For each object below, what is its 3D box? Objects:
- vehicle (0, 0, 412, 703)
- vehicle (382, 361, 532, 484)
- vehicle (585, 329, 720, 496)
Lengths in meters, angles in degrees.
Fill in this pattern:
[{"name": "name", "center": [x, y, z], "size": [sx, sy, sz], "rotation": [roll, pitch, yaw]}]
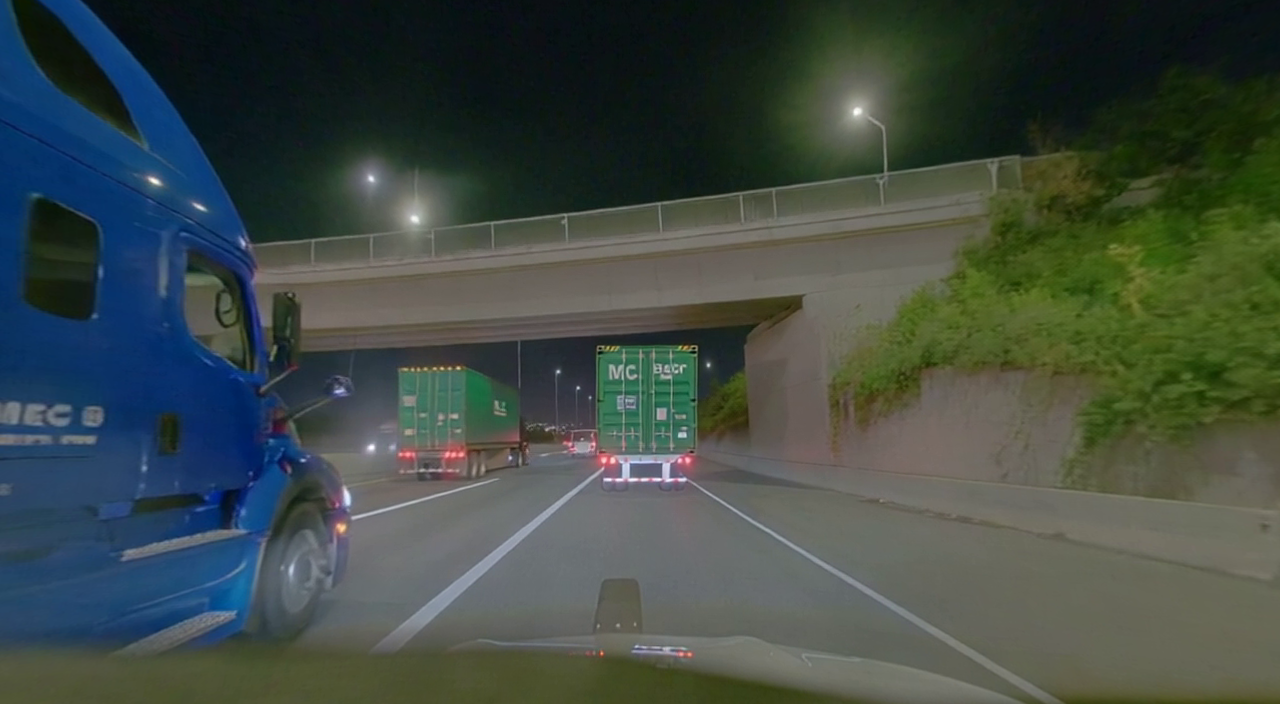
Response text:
[{"name": "vehicle", "center": [-3.477, -0.272, 1.496], "size": [3.187, 3.949, 6.963], "rotation": [0, -9, 0]}, {"name": "vehicle", "center": [-7.240, 3.265, 27.523], "size": [3.023, 4.139, 11.860], "rotation": [0, -9, 0]}, {"name": "vehicle", "center": [0.189, 2.053, 19.745], "size": [3.357, 4.212, 7.519], "rotation": [0, -9, -2]}]
